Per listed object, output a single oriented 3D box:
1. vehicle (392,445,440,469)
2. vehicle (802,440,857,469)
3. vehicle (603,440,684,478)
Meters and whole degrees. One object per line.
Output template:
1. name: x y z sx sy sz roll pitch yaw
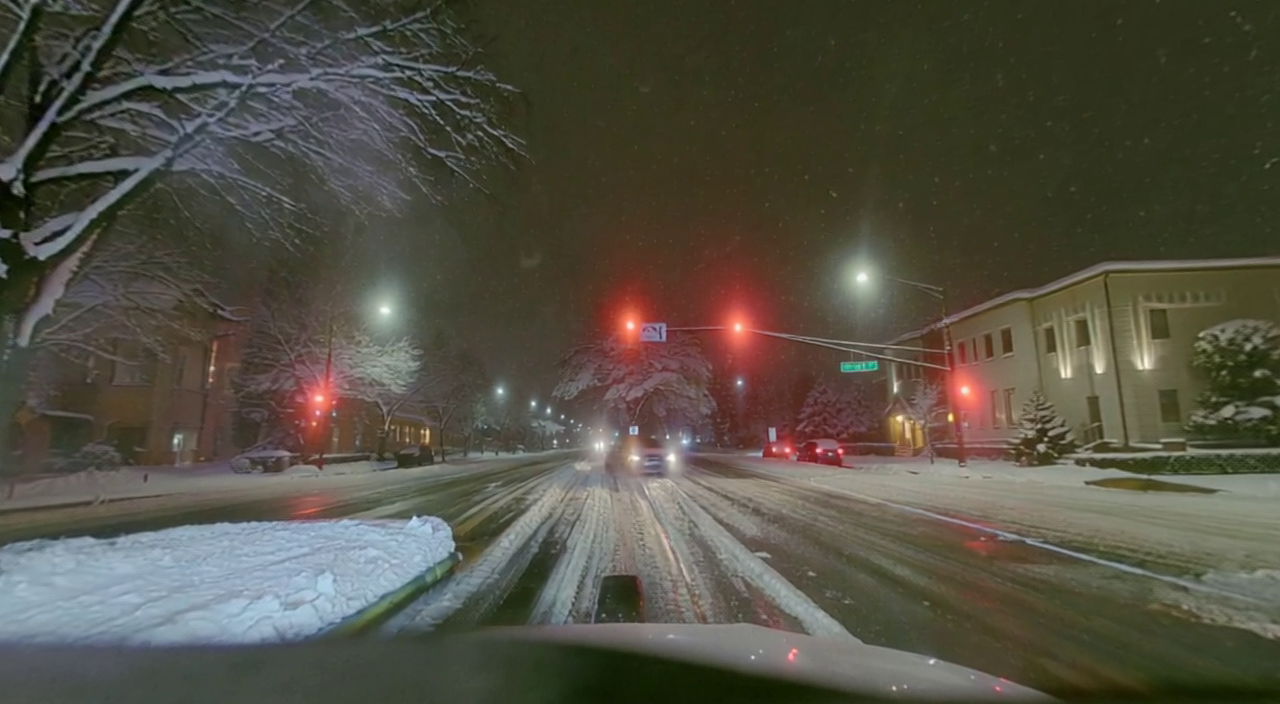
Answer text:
1. vehicle: -16.483 7.721 46.757 2.075 1.708 4.335 0 -8 -1
2. vehicle: 13.053 7.109 43.830 2.181 1.876 4.723 0 -8 -2
3. vehicle: 0.022 4.496 26.909 1.933 1.460 4.683 3 -9 -20
